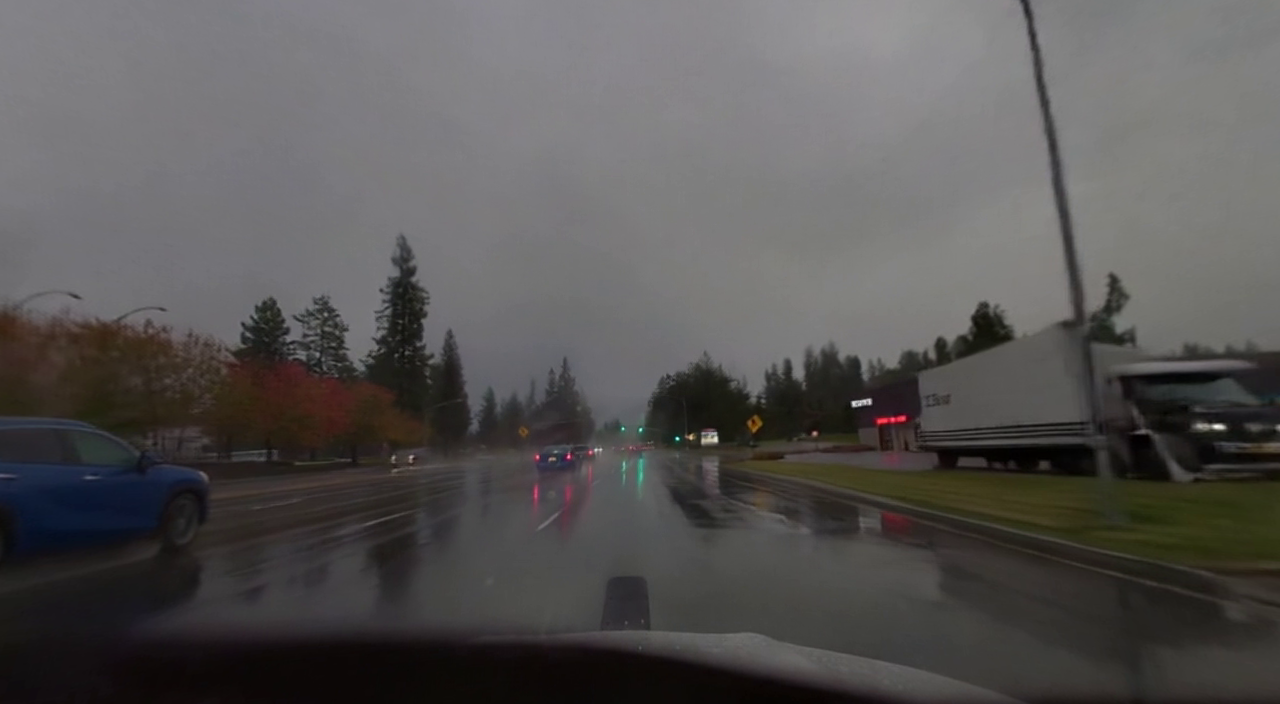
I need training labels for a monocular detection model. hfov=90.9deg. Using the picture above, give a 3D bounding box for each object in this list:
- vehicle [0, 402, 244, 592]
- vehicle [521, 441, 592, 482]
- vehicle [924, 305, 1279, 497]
[{"bbox_3d":[-6.893,1.510,6.977,2.043,1.726,4.472,0,-9,1],"label":"vehicle"},{"bbox_3d":[-3.203,4.323,25.237,2.152,1.479,4.394,0,-9,1],"label":"vehicle"},{"bbox_3d":[11.996,1.712,17.545,2.995,3.704,10.928,0,-9,-1],"label":"vehicle"}]
